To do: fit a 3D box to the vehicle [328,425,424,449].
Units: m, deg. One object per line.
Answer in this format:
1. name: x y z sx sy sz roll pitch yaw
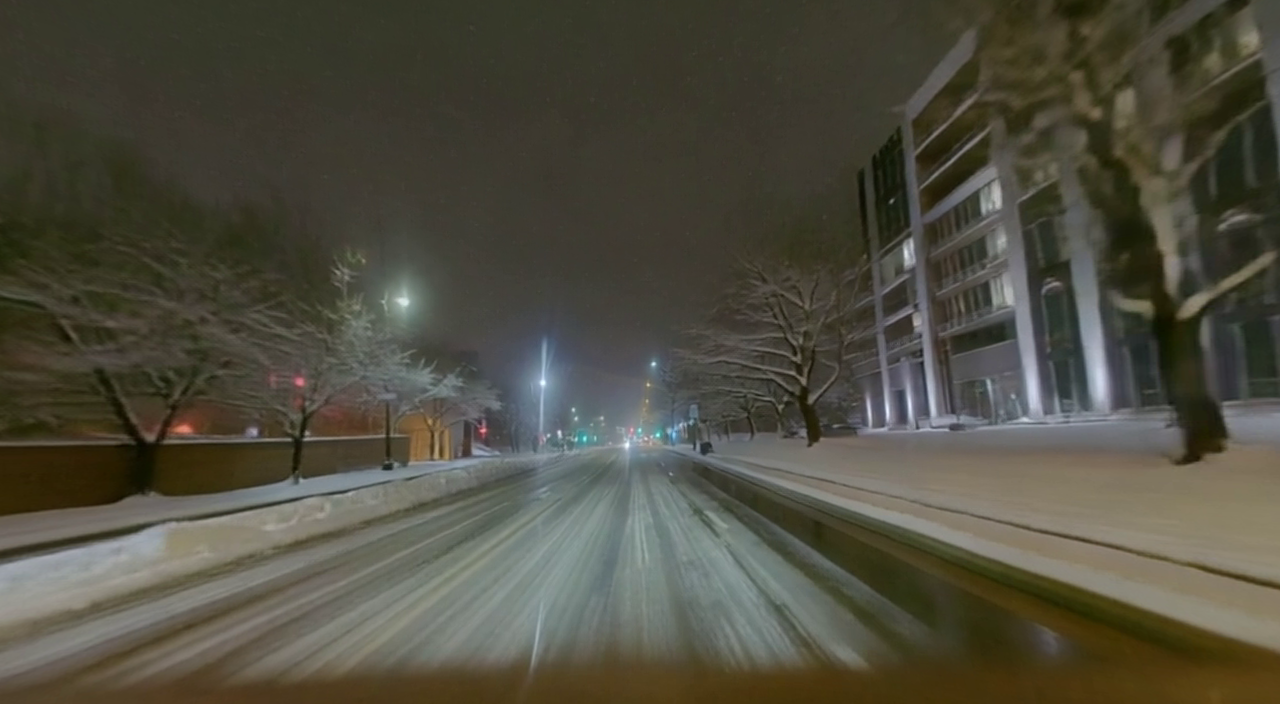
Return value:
1. vehicle: -18.385 5.918 44.090 5.962 1.458 1.711 1 -9 3
